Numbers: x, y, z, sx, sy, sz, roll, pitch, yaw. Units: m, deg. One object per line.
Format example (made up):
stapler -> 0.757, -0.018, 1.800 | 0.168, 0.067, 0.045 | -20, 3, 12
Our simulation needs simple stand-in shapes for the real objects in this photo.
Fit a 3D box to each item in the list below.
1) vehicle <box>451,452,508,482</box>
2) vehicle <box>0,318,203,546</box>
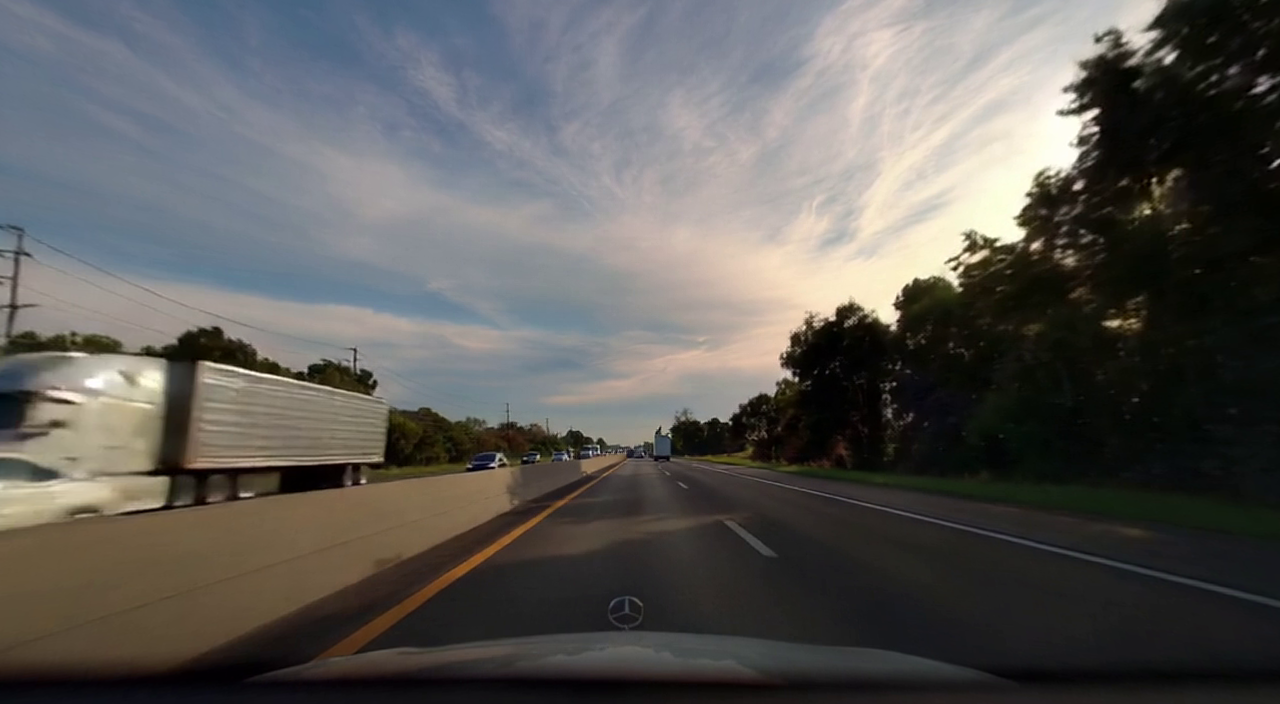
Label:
vehicle -> -8.738, 6.295, 34.670 | 1.897, 1.485, 4.446 | 0, -9, 0
vehicle -> -12.926, 1.747, 13.320 | 2.979, 4.027, 5.788 | 0, -9, 0
